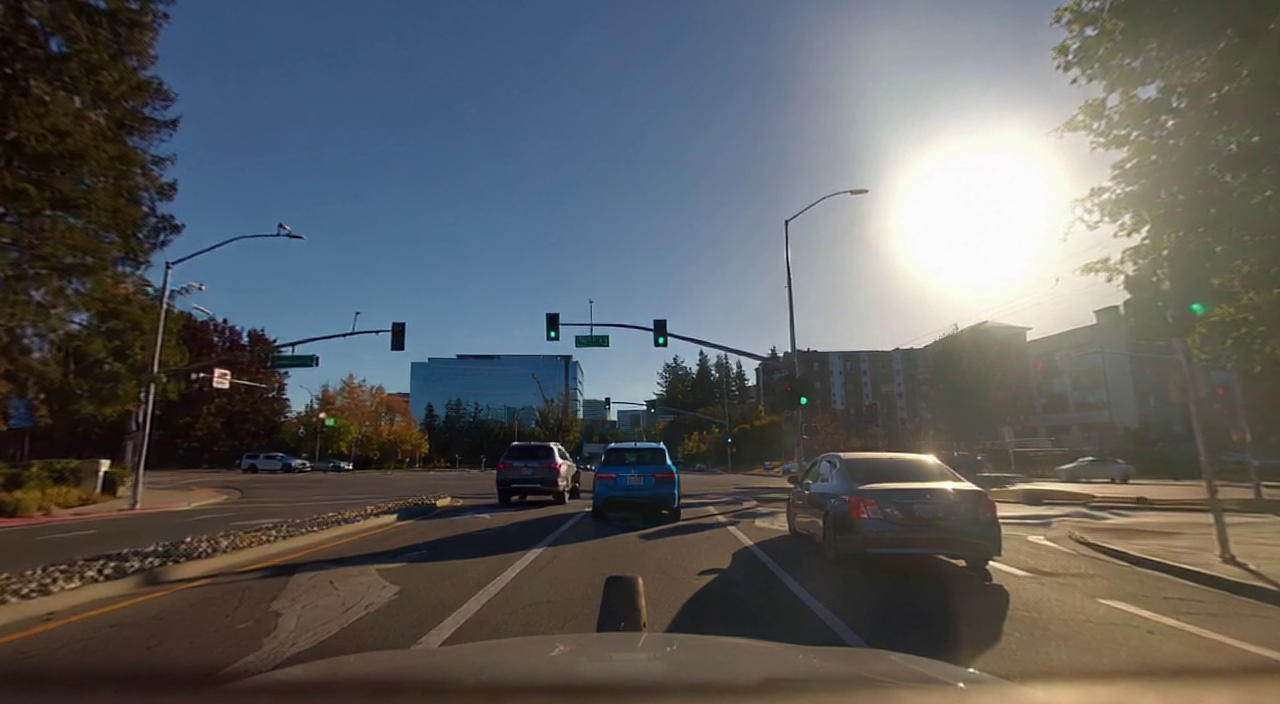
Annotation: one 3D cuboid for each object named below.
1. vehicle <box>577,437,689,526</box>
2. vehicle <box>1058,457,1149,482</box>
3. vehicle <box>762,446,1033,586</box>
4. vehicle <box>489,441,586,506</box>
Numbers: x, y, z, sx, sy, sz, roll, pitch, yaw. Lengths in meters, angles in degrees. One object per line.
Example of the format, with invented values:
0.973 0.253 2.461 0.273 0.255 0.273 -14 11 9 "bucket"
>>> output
-0.103 2.775 14.069 2.108 1.654 4.235 0 -9 1 "vehicle"
32.954 8.343 44.793 4.705 1.631 2.053 -2 -9 15 "vehicle"
3.183 2.091 9.012 2.056 1.468 4.520 0 -9 1 "vehicle"
-2.822 3.438 18.223 1.987 1.633 4.005 0 -9 3 "vehicle"
